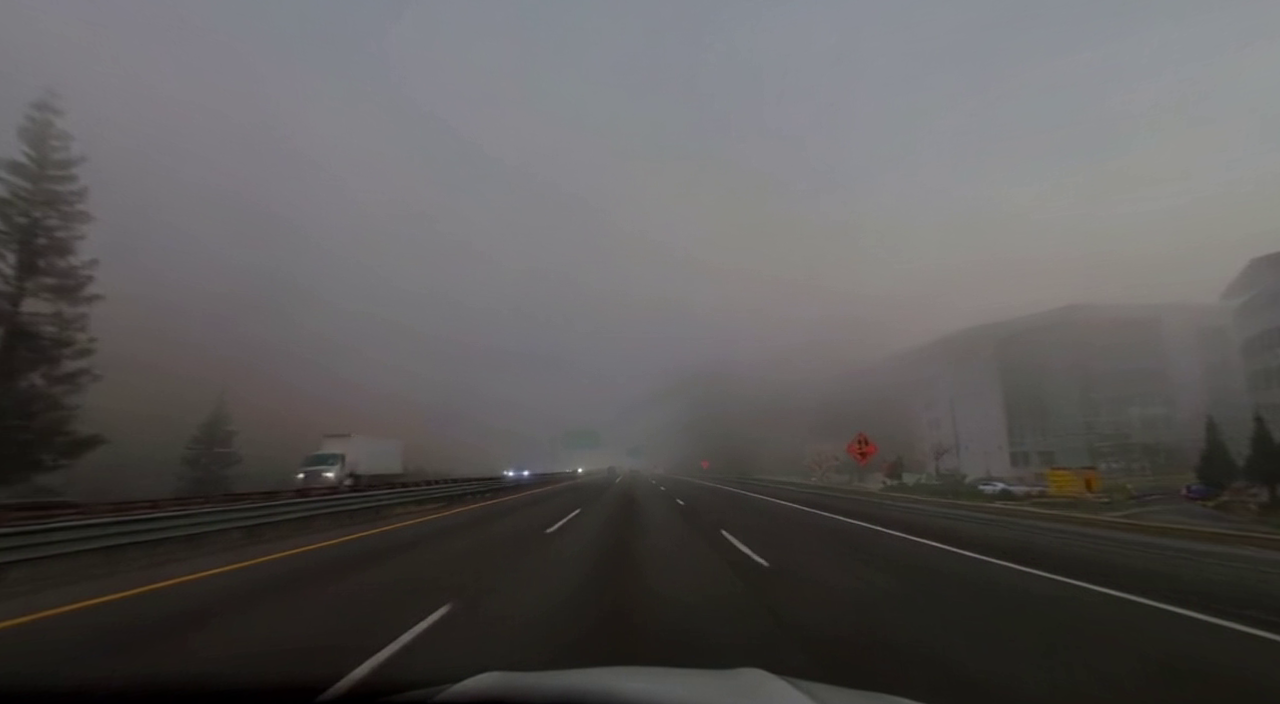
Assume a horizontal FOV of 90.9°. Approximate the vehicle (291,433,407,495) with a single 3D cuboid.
[{"bbox_3d":[-19.851,7.855,43.991,2.948,3.734,10.618,1,-11,0],"label":"vehicle"}]
